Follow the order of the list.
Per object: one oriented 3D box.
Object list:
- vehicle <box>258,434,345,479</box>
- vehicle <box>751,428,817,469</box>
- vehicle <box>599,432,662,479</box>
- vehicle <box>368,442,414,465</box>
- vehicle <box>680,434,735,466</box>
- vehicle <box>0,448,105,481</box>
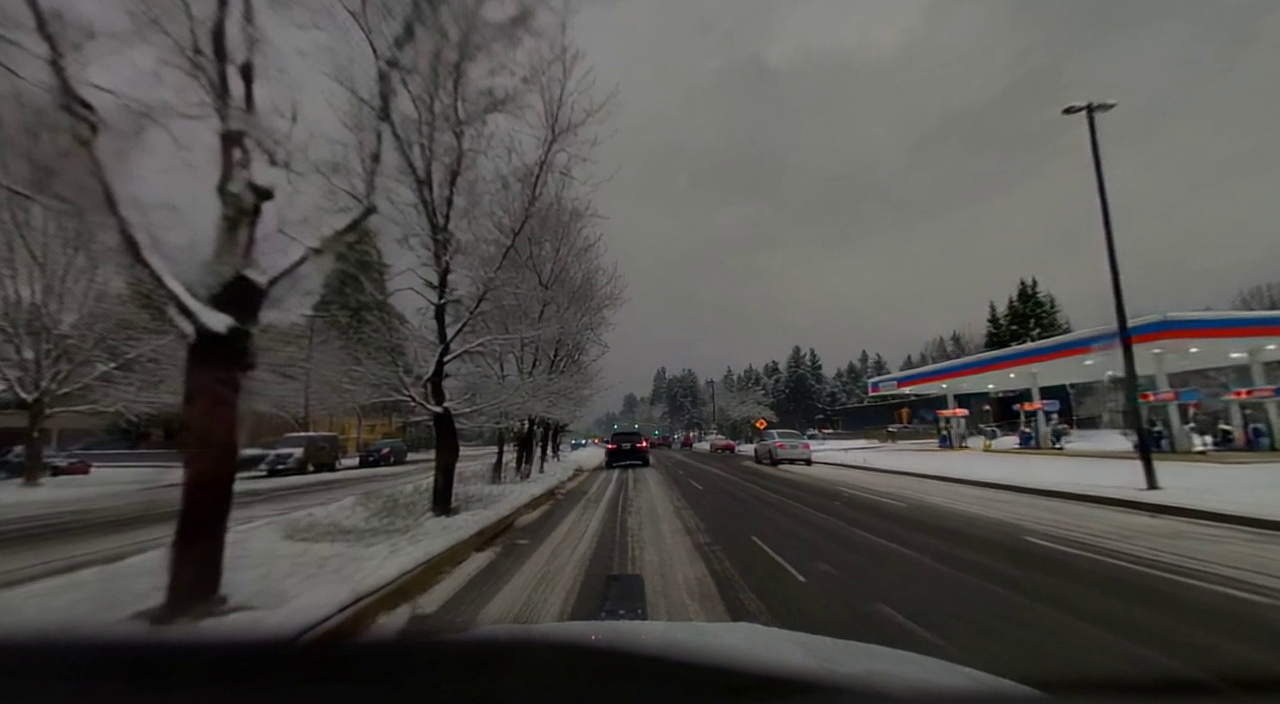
[{"bbox_3d":[-19.002,5.839,35.793,2.222,2.141,5.390,-1,-6,-3],"label":"vehicle"},{"bbox_3d":[6.733,4.592,30.032,2.117,1.757,4.969,0,-8,2],"label":"vehicle"},{"bbox_3d":[-0.284,3.629,22.321,2.052,1.488,3.779,0,-8,1],"label":"vehicle"},{"bbox_3d":[-19.356,7.915,49.328,1.903,1.706,3.994,0,-8,0],"label":"vehicle"},{"bbox_3d":[3.274,4.911,31.656,2.124,1.476,4.730,0,-8,-1],"label":"vehicle"},{"bbox_3d":[-27.576,5.121,28.903,4.413,1.451,1.882,0,-9,0],"label":"vehicle"}]
